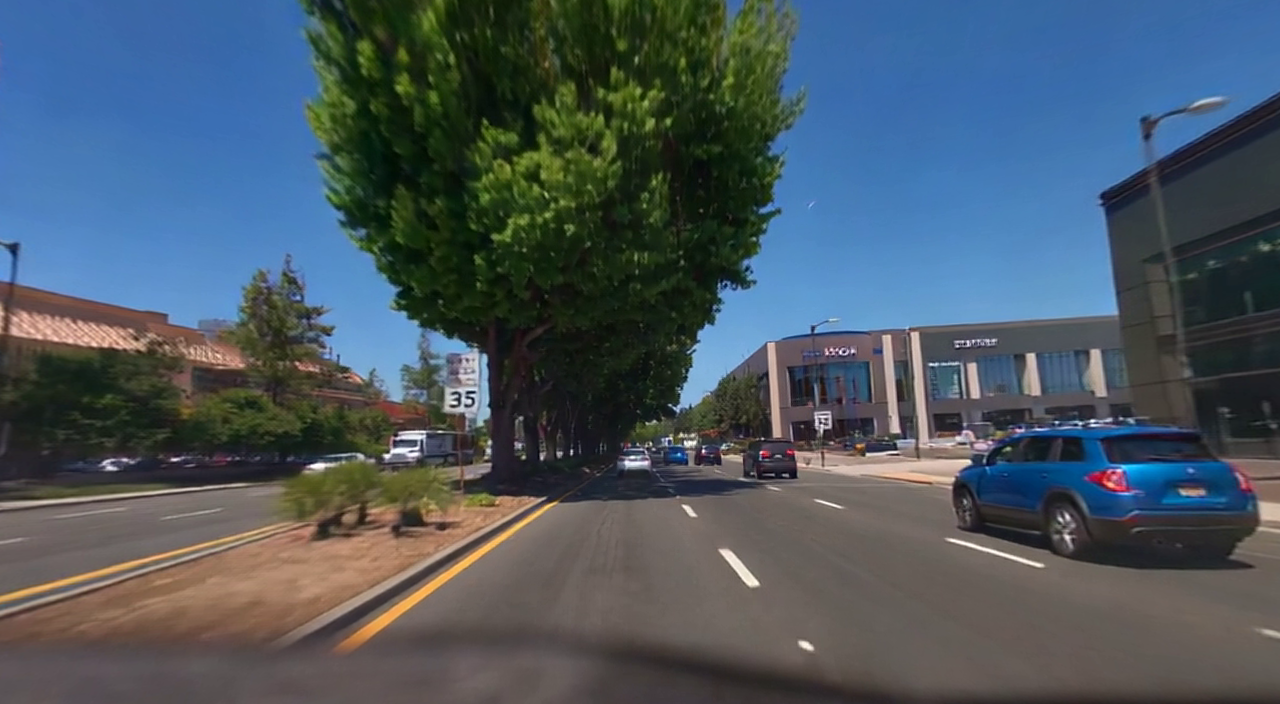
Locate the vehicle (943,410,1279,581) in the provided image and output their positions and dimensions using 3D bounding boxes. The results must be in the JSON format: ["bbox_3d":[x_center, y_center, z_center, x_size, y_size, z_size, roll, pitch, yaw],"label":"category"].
[{"bbox_3d":[6.053,1.714,8.348,1.949,1.647,4.261,0,-8,0],"label":"vehicle"}]

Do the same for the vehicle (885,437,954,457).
[{"bbox_3d":[20.488,6.989,46.452,4.083,1.441,2.008,0,-8,-1],"label":"vehicle"}]

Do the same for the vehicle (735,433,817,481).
[{"bbox_3d":[5.499,4.334,26.309,2.140,1.811,4.593,0,-8,-3],"label":"vehicle"}]

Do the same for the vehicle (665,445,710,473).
[{"bbox_3d":[2.431,5.599,33.282,1.970,1.402,3.756,0,-8,-2],"label":"vehicle"}]

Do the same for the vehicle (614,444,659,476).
[{"bbox_3d":[-0.180,5.138,30.286,2.056,1.440,3.798,0,-8,-1],"label":"vehicle"}]
